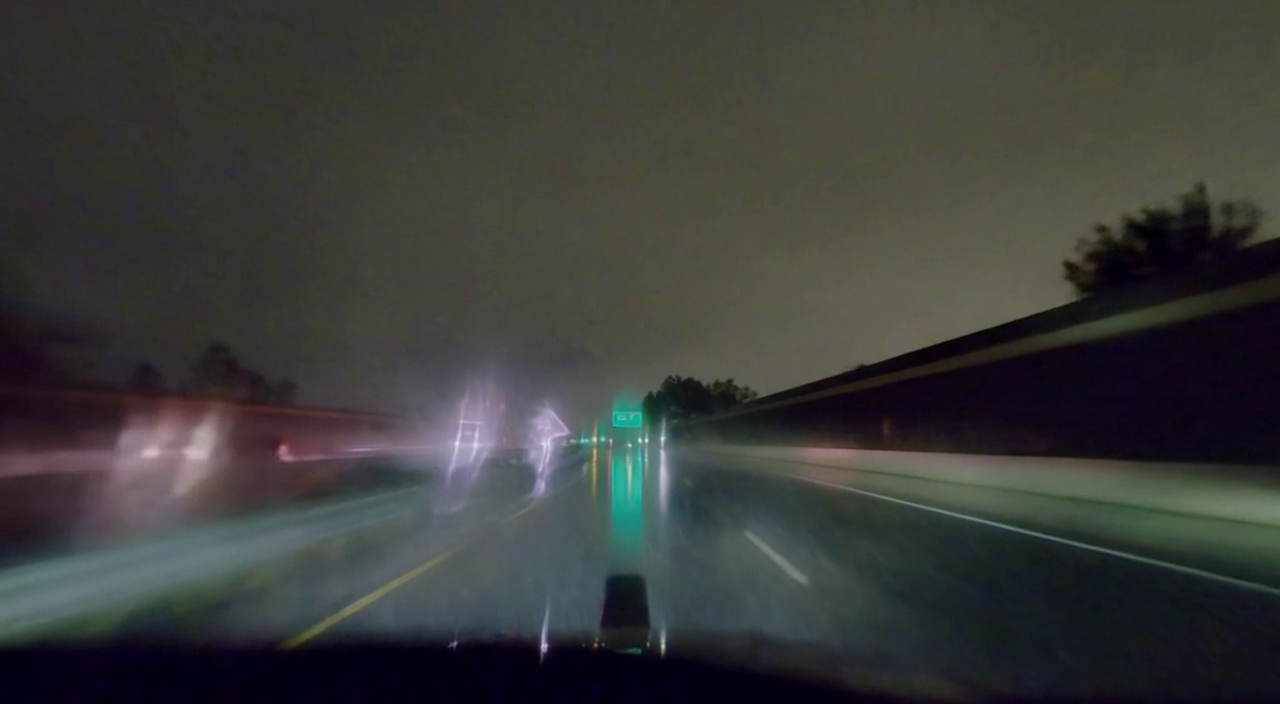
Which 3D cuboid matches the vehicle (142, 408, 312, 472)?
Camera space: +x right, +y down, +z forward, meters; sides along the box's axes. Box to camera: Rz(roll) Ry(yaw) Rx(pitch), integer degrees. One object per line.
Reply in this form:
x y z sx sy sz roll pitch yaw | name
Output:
-11.849 2.599 18.466 2.006 1.663 4.316 0 -8 1 | vehicle
